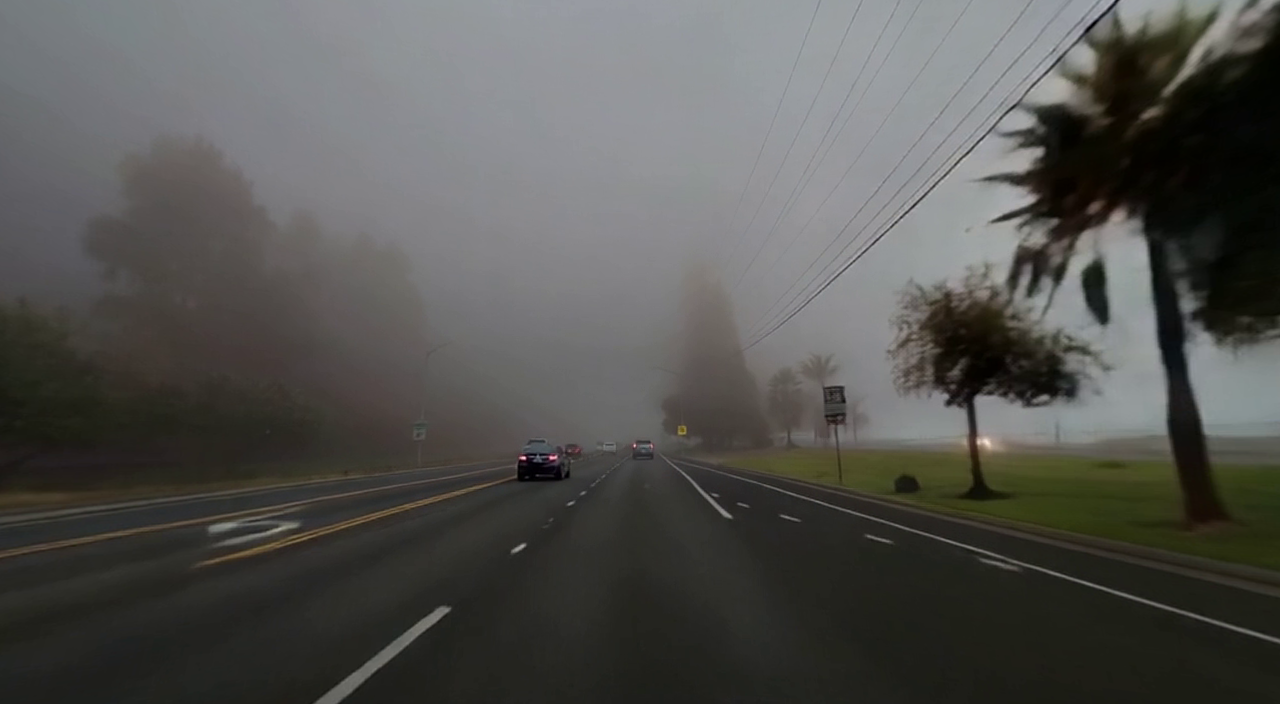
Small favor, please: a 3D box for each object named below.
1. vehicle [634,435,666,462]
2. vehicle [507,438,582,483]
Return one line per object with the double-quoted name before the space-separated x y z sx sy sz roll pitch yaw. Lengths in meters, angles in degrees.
"vehicle" 0.698 6.900 45.145 2.155 1.781 3.977 0 -8 0
"vehicle" -3.354 3.906 23.004 1.982 1.451 4.152 0 -8 1
